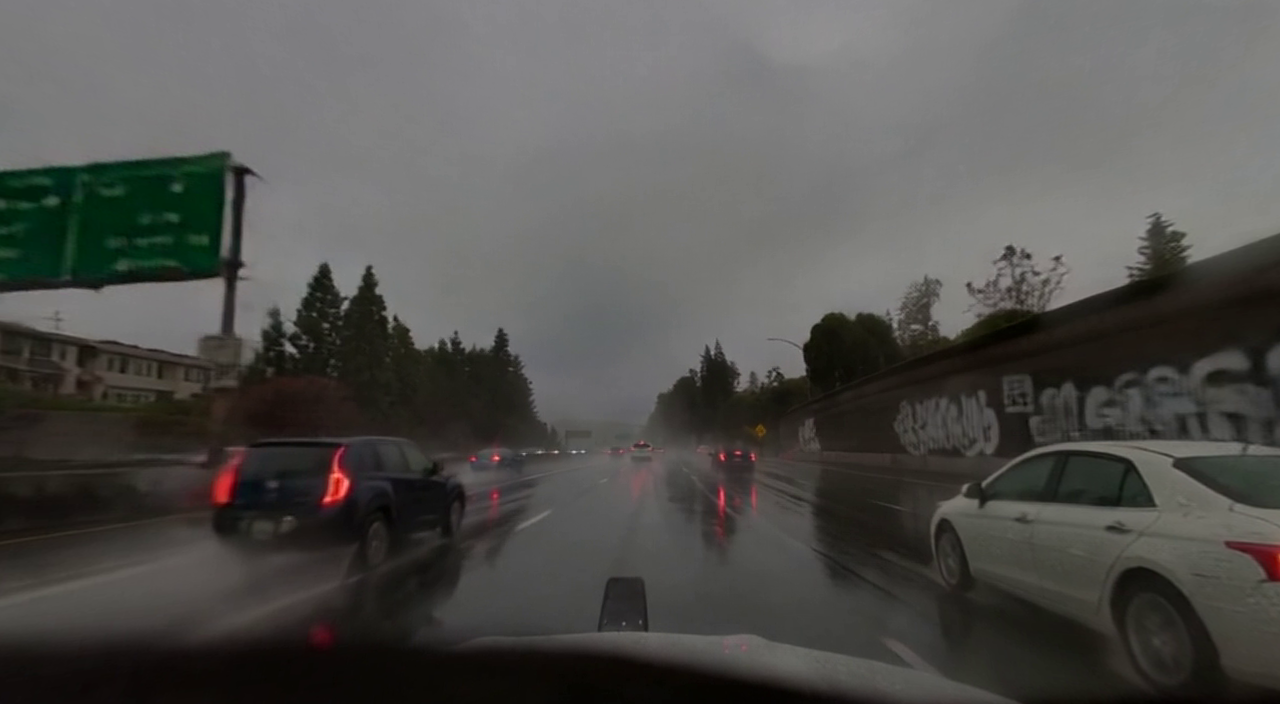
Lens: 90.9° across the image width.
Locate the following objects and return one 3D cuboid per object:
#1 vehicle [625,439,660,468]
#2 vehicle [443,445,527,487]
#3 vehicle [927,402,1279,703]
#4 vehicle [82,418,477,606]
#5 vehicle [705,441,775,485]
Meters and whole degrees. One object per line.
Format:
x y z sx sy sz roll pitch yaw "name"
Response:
0.140 6.651 41.404 2.183 1.764 4.134 0 -8 0 "vehicle"
-6.057 4.471 25.200 2.050 1.507 4.375 -1 -8 3 "vehicle"
3.724 1.145 3.877 1.912 1.509 4.291 0 -8 0 "vehicle"
-3.603 1.666 7.518 2.136 1.571 4.285 0 -8 0 "vehicle"
3.564 4.003 23.134 1.854 1.438 3.954 0 -8 -1 "vehicle"
